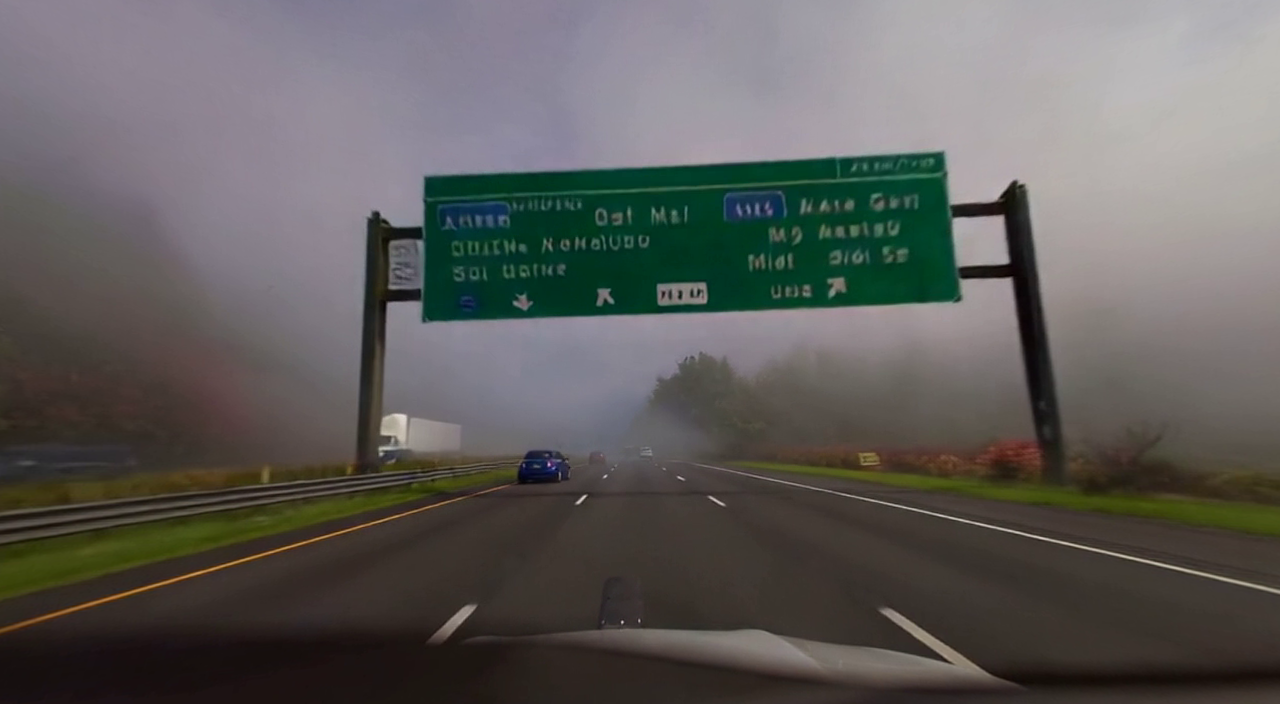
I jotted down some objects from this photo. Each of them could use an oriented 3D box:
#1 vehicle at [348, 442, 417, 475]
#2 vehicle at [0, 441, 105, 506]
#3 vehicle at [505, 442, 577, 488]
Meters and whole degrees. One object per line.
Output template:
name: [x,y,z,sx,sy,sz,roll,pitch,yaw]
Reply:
vehicle: [-12.454,5.177,30.766,1.763,1.475,3.913,0,-9,-1]
vehicle: [-15.691,2.958,15.458,1.824,1.473,3.744,0,-9,-1]
vehicle: [-3.726,4.330,24.460,2.028,1.584,4.481,0,-9,1]
